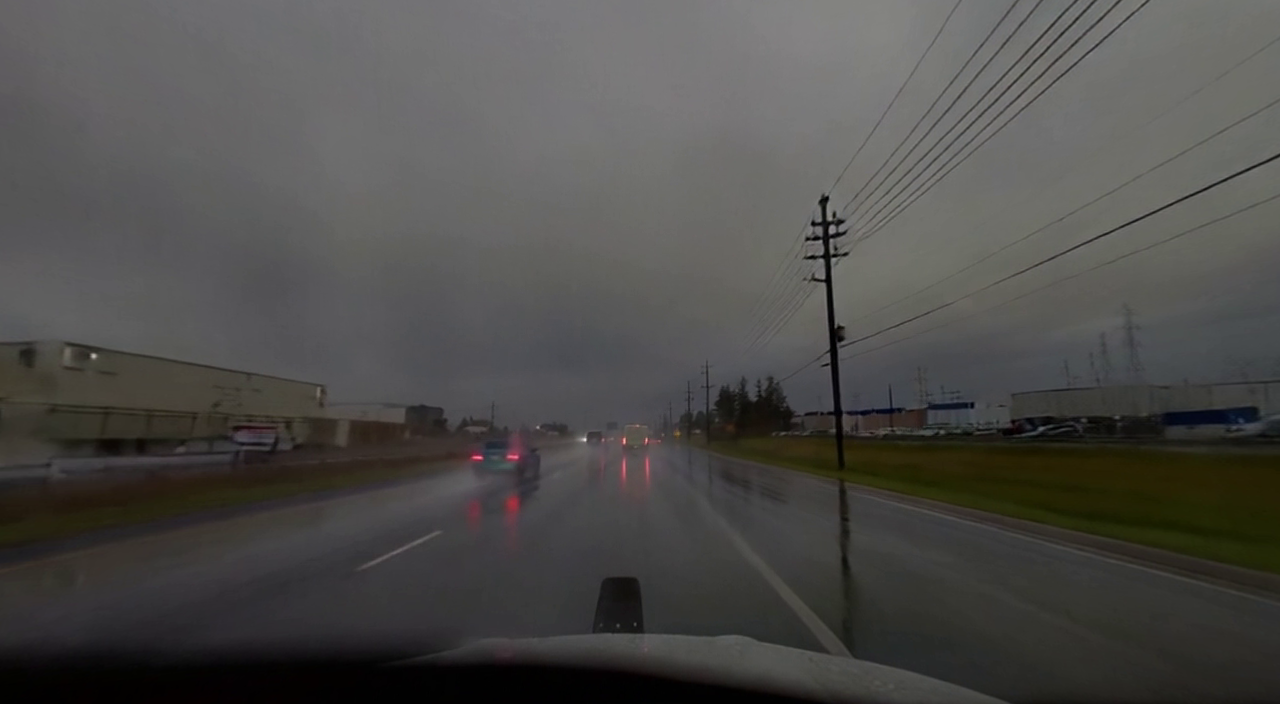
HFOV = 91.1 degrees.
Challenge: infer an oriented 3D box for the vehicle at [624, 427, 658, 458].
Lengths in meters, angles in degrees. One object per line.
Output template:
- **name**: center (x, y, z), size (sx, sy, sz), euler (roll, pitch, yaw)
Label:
- **vehicle**: center (0.017, 6.245, 43.534), size (2.213, 1.997, 4.456), euler (0, -8, -1)

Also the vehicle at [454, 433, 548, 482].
- **vehicle**: center (-4.644, 3.584, 21.837), size (2.087, 1.464, 4.853), euler (0, -8, 1)
